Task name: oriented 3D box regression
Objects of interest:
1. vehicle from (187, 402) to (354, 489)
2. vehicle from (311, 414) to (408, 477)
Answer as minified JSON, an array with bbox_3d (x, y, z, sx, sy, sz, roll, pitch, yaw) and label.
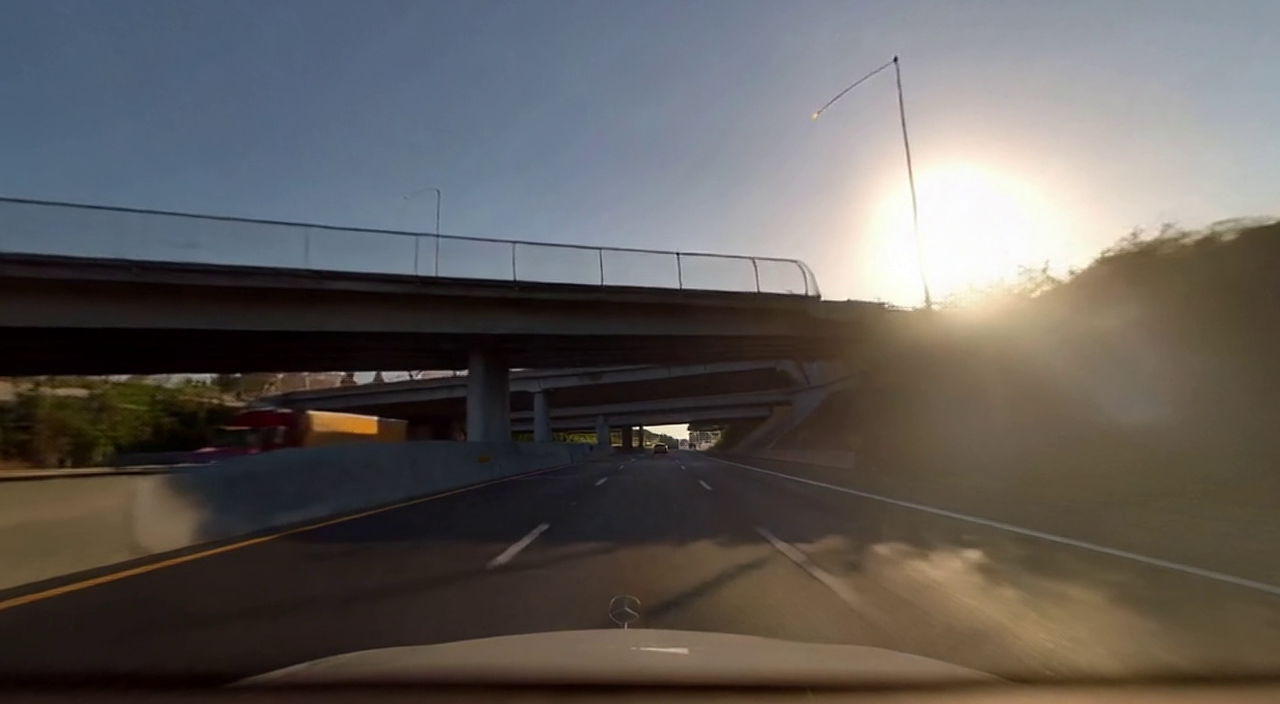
[{"bbox_3d":[-19.975,5.207,35.055,3.018,4.100,9.977,0,-9,1],"label":"vehicle"},{"bbox_3d":[-19.753,6.668,44.864,2.872,4.021,8.230,0,-9,1],"label":"vehicle"}]
